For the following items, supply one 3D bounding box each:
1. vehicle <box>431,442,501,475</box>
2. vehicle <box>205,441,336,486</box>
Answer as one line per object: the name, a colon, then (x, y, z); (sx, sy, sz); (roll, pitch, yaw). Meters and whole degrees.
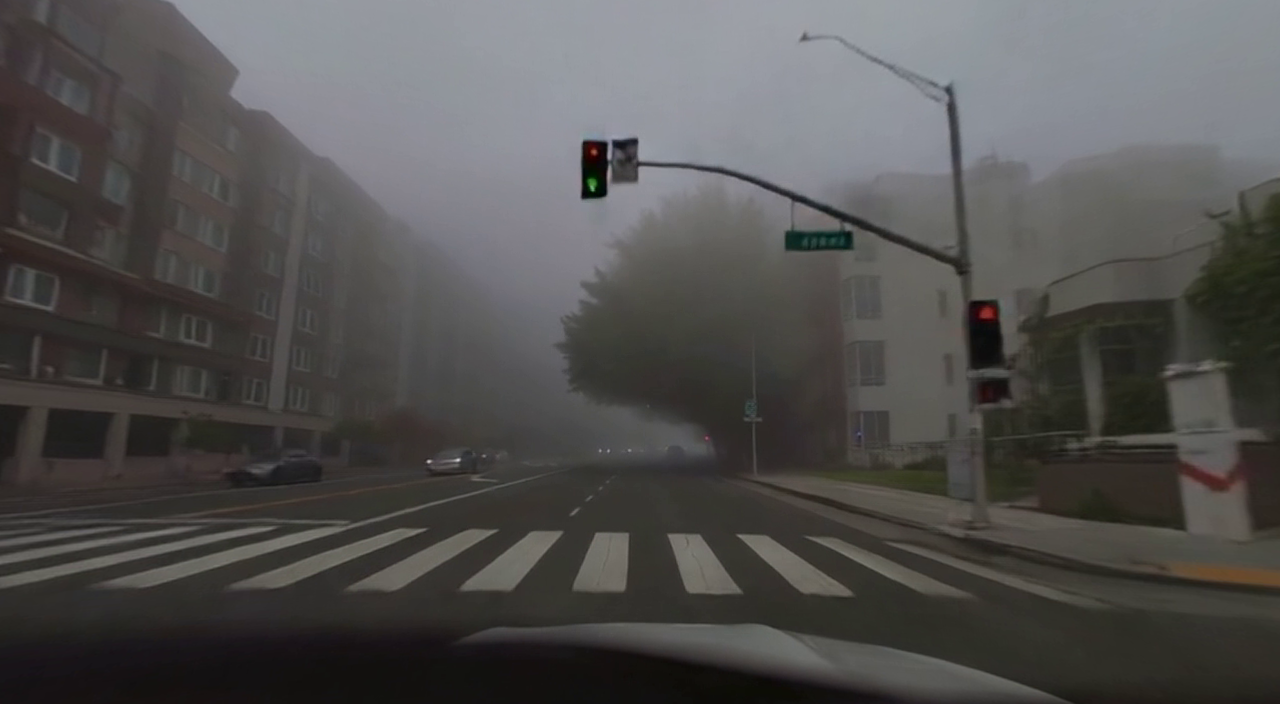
vehicle: (-8.644, 5.334, 31.816); (1.939, 1.482, 4.673); (0, -9, 4)
vehicle: (-13.335, 4.035, 23.107); (1.965, 1.474, 4.376); (0, -9, 3)
